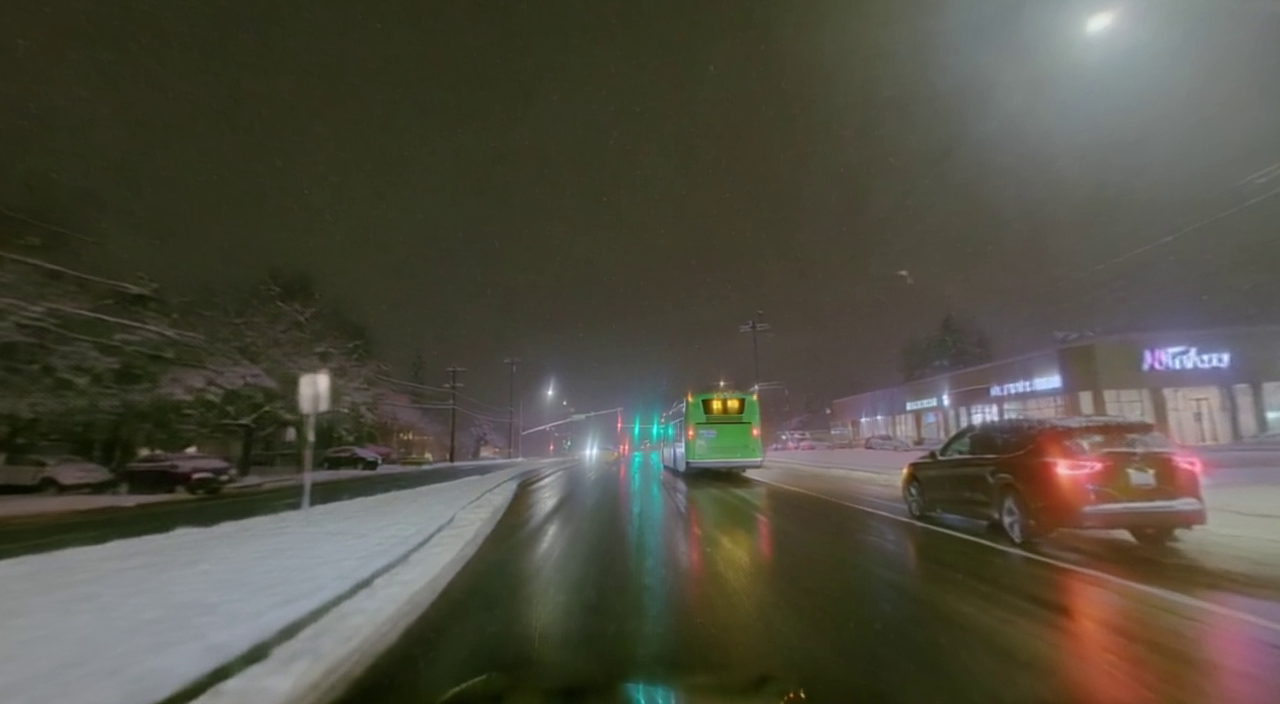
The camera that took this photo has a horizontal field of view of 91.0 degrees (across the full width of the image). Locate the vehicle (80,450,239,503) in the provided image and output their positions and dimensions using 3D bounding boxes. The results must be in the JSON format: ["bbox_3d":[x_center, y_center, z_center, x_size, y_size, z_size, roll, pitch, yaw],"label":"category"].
[{"bbox_3d":[-19.112,4.917,25.490,2.277,1.764,5.283,-2,-9,0],"label":"vehicle"}]

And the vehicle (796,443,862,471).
[{"bbox_3d":[10.509,5.851,35.449,2.073,1.443,4.860,0,-8,-2],"label":"vehicle"}]

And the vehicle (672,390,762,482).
[{"bbox_3d":[3.026,3.729,27.591,2.766,3.306,9.281,0,-8,0],"label":"vehicle"}]

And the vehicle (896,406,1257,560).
[{"bbox_3d":[6.022,1.864,9.679,2.129,1.754,4.668,0,-8,0],"label":"vehicle"}]

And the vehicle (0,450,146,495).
[{"bbox_3d":[-25.139,5.260,27.679,4.857,1.846,2.185,0,-8,-2],"label":"vehicle"}]

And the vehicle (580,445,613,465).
[{"bbox_3d":[-3.115,7.500,45.982,2.211,1.416,4.179,0,-8,-2],"label":"vehicle"}]
